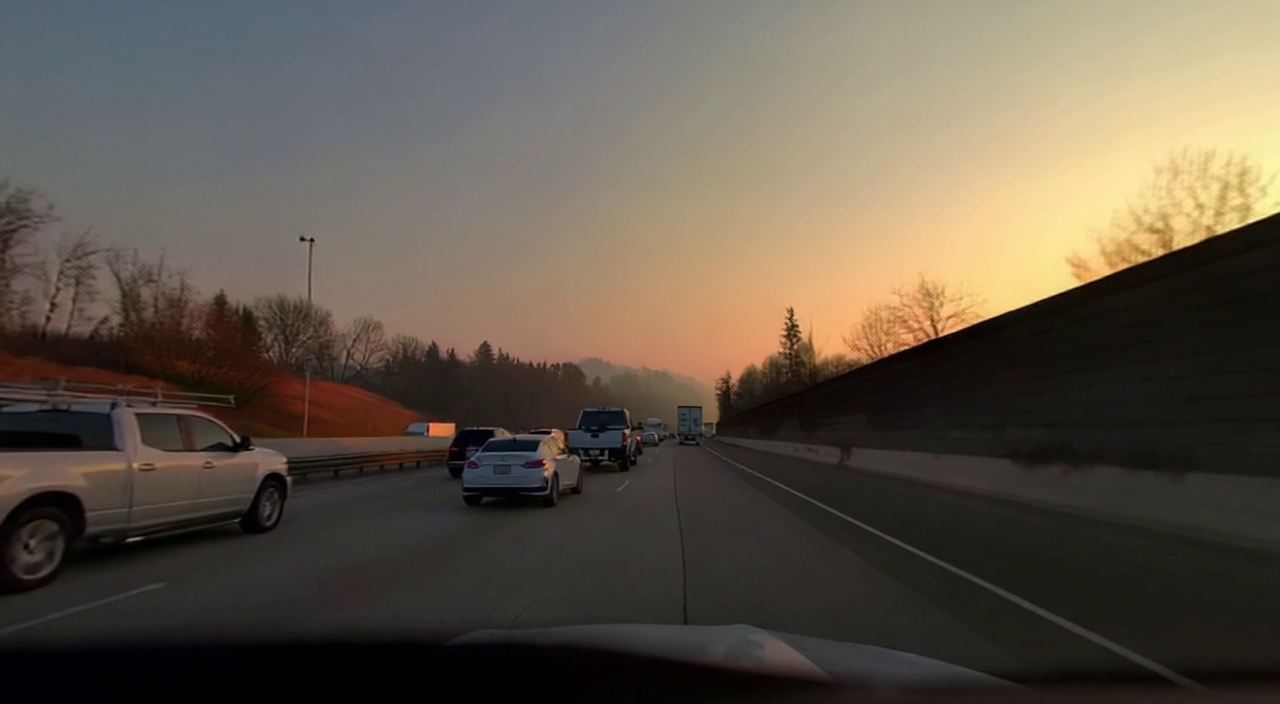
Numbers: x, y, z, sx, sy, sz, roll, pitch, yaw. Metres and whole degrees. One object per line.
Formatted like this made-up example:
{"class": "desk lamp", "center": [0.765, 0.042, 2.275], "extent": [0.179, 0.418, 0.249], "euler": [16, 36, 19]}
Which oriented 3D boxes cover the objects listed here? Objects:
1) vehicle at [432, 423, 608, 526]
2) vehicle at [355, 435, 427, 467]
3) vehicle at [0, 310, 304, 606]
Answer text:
{"class": "vehicle", "center": [-1.880, 2.073, 11.348], "extent": [2.089, 1.485, 4.153], "euler": [-1, -8, 4]}
{"class": "vehicle", "center": [-13.204, 5.264, 33.631], "extent": [1.891, 1.586, 4.248], "euler": [-1, -8, 3]}
{"class": "vehicle", "center": [-6.462, 1.073, 6.643], "extent": [2.386, 2.435, 5.831], "euler": [0, -8, 2]}
